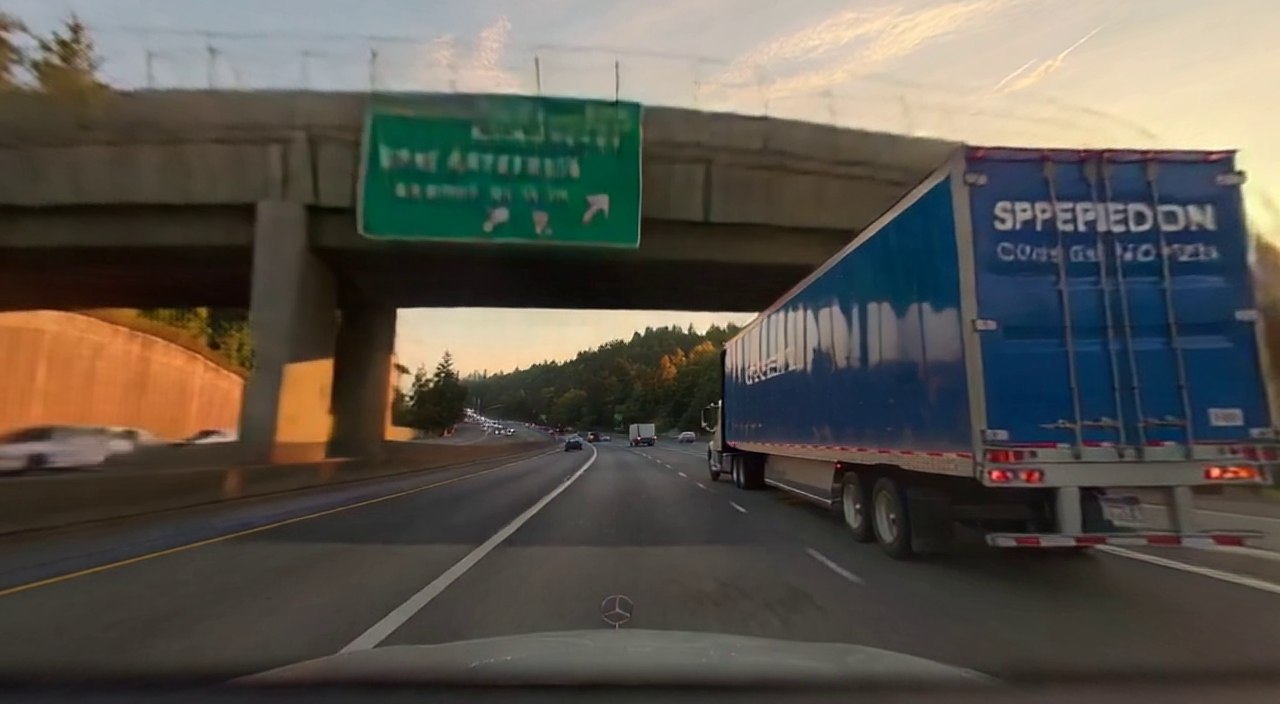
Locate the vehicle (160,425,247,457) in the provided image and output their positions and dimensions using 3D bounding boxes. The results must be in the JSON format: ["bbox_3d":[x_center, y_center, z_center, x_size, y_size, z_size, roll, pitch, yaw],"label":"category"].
[{"bbox_3d":[-26.801,5.492,38.927,1.960,1.814,4.736,0,-8,0],"label":"vehicle"}]

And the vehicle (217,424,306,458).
[{"bbox_3d":[-19.593,4.642,32.889,1.912,1.649,4.609,0,-8,-2],"label":"vehicle"}]

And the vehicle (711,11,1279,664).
[{"bbox_3d":[3.723,0.728,10.978,2.910,4.051,14.278,0,-8,-2],"label":"vehicle"}]
